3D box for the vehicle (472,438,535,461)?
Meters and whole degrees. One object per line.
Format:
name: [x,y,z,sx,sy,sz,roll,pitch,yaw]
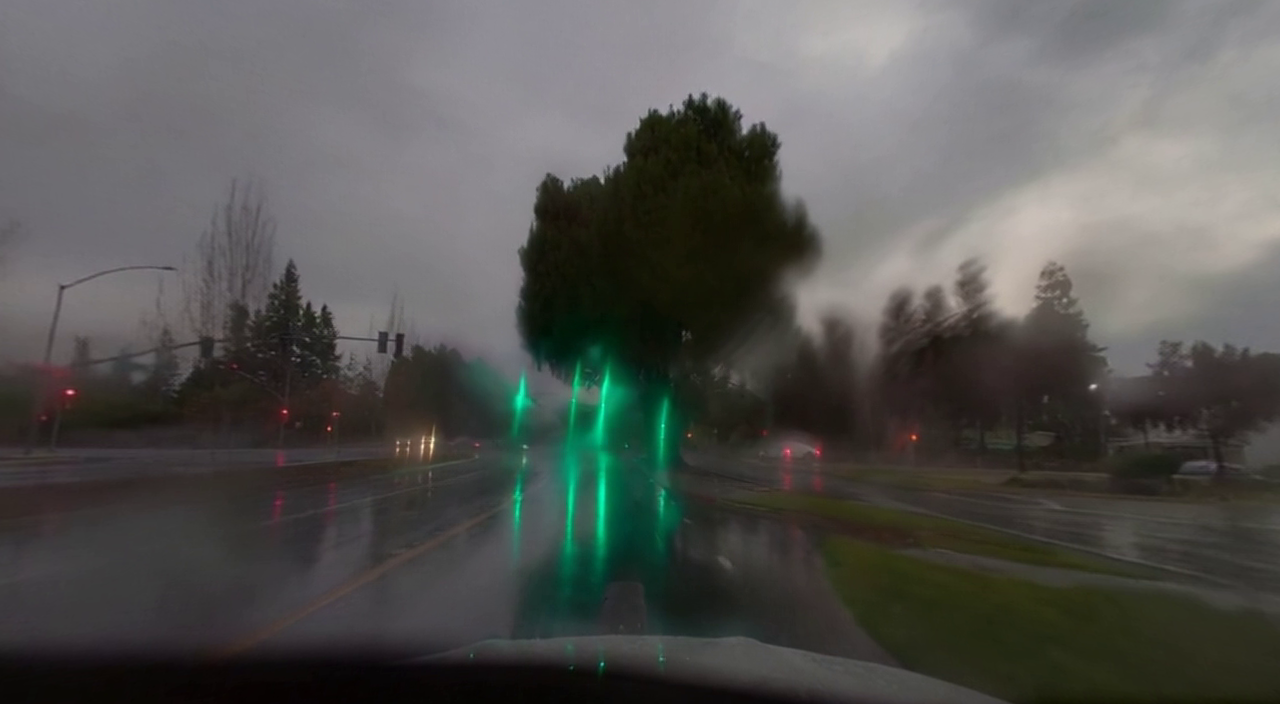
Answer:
vehicle: [-10.494,7.467,48.569,4.605,1.665,1.888,2,-9,-14]
